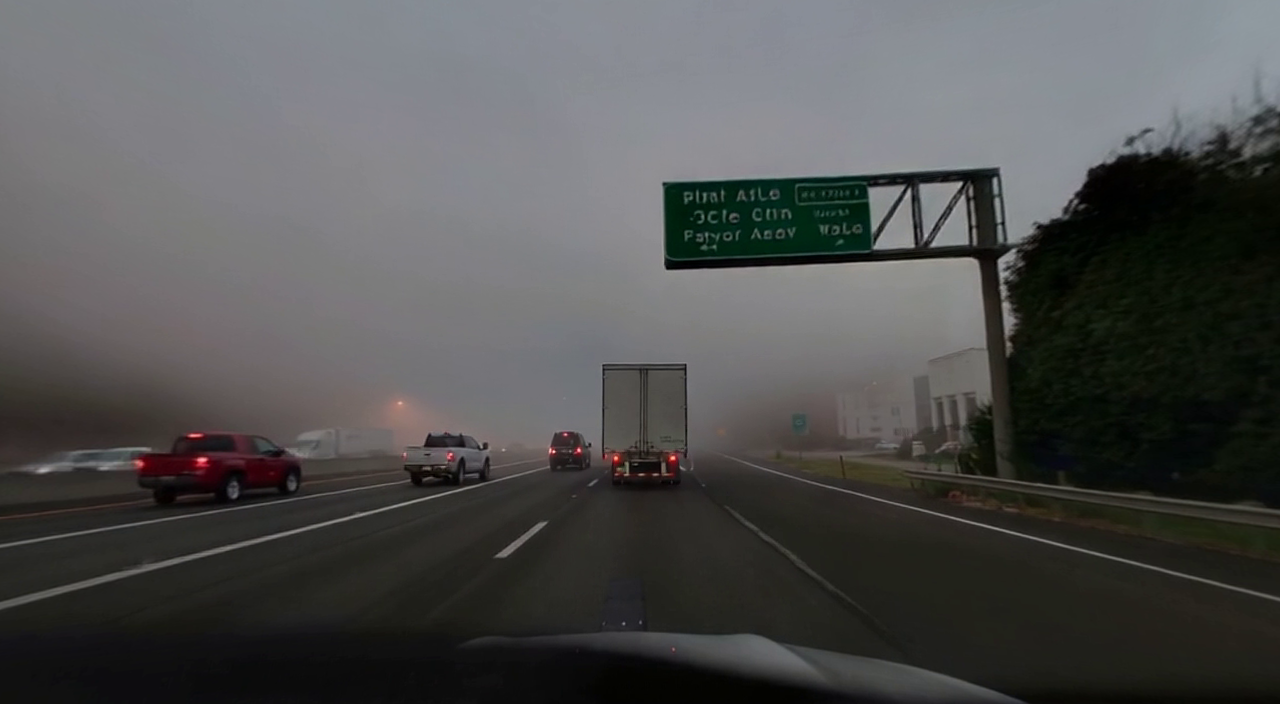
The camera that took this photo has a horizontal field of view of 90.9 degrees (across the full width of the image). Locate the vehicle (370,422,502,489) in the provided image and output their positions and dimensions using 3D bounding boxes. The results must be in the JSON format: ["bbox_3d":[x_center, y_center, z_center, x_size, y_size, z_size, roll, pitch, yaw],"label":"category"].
[{"bbox_3d":[-6.693,3.518,21.704,2.479,1.978,5.952,0,-9,1],"label":"vehicle"}]

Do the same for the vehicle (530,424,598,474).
[{"bbox_3d":[-3.405,4.570,29.705,2.379,2.075,6.169,0,-9,1],"label":"vehicle"}]

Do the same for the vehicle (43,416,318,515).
[{"bbox_3d":[-10.322,2.627,15.077,2.089,1.885,5.888,0,-9,1],"label":"vehicle"}]

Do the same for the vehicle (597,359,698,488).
[{"bbox_3d":[0.182,2.833,23.611,2.941,3.794,9.851,0,-9,0],"label":"vehicle"}]
